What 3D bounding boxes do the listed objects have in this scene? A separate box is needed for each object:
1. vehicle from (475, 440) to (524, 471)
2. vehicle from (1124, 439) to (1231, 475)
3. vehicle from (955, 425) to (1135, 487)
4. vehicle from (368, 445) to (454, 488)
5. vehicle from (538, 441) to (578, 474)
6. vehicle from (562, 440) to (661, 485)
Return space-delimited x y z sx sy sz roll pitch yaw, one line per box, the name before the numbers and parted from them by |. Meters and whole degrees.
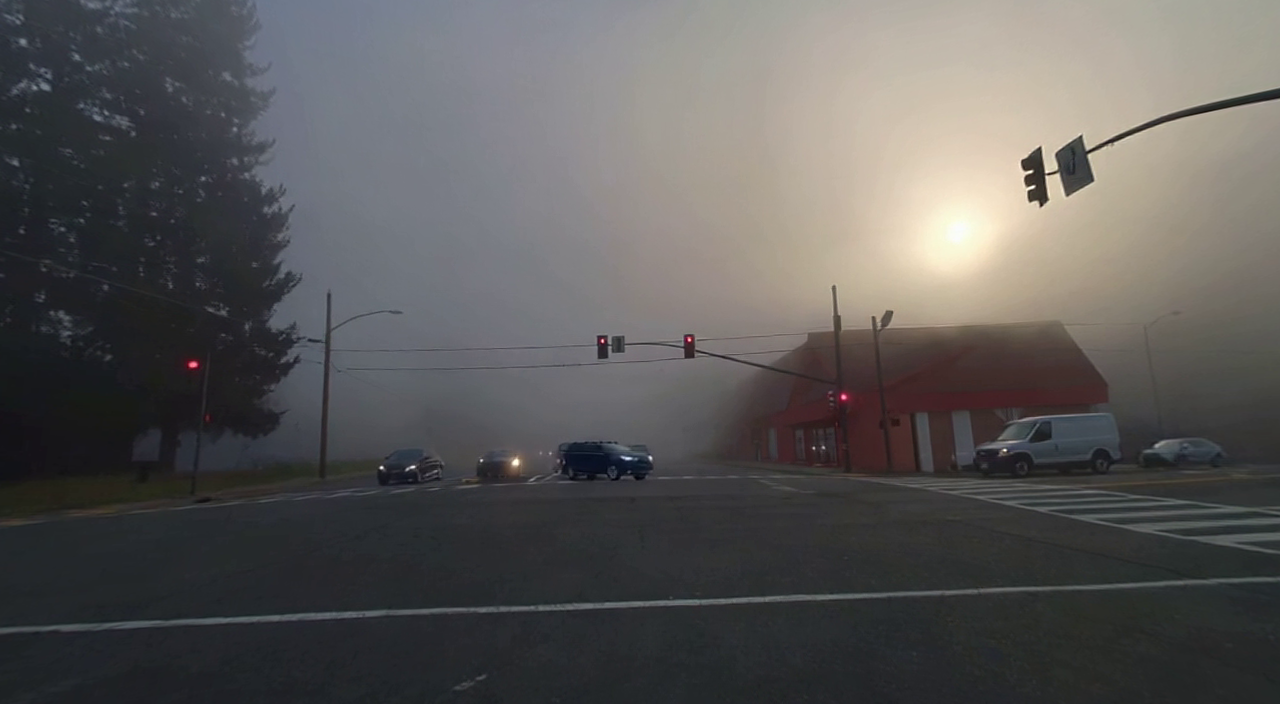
vehicle | -8.540 6.326 38.775 2.087 1.718 4.700 0 -9 -2
vehicle | 26.600 5.162 31.285 4.537 1.665 2.049 3 -9 -22
vehicle | 14.813 3.778 23.134 5.910 2.046 2.228 3 -9 -20
vehicle | -8.459 4.236 23.769 1.779 1.460 4.463 0 -9 -4
vehicle | -4.404 5.680 34.373 1.975 1.642 4.846 1 -9 -6
vehicle | -1.194 4.076 23.634 1.935 1.464 4.562 4 -10 -27
